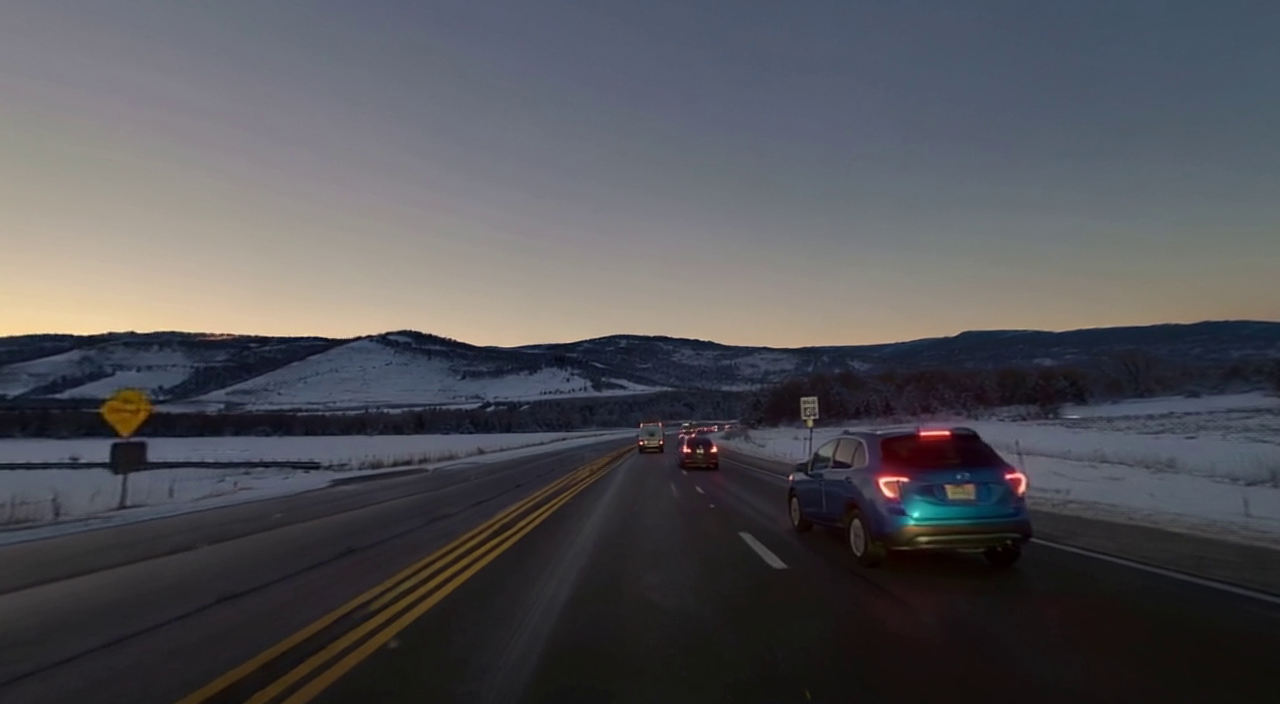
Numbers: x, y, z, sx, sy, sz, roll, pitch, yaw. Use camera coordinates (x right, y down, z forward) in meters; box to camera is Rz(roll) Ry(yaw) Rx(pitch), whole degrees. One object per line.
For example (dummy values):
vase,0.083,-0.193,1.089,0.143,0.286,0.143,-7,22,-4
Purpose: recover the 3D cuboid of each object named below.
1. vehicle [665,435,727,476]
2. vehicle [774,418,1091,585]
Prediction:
vehicle,2.210,4.224,26.041,2.026,1.531,4.273,0,-8,-1
vehicle,3.159,1.683,7.918,2.007,1.534,3.976,0,-8,-1
